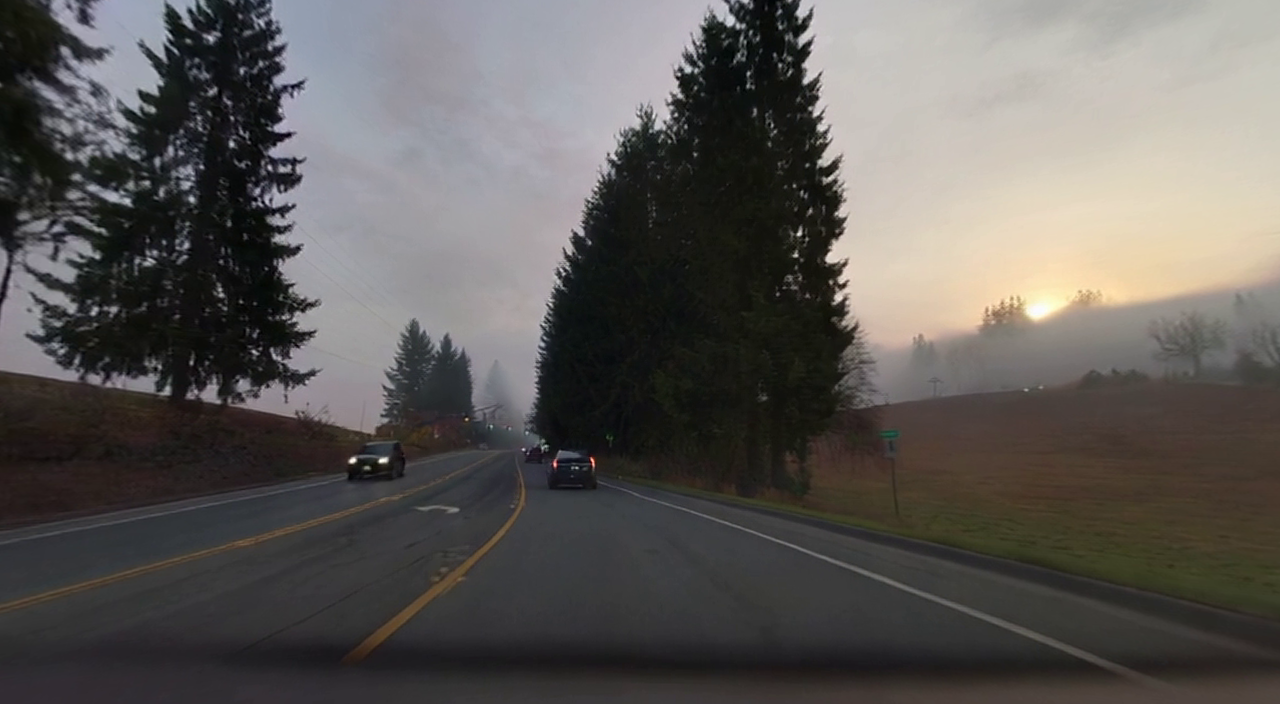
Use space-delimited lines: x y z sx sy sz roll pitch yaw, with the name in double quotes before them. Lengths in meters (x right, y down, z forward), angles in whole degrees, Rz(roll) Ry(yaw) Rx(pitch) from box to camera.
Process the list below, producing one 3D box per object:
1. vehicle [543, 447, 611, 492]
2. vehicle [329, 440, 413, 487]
"vehicle" -2.479 4.359 23.777 2.296 1.510 4.068 1 -9 -9
"vehicle" -10.129 4.199 24.041 1.894 1.621 3.900 1 -9 -8
